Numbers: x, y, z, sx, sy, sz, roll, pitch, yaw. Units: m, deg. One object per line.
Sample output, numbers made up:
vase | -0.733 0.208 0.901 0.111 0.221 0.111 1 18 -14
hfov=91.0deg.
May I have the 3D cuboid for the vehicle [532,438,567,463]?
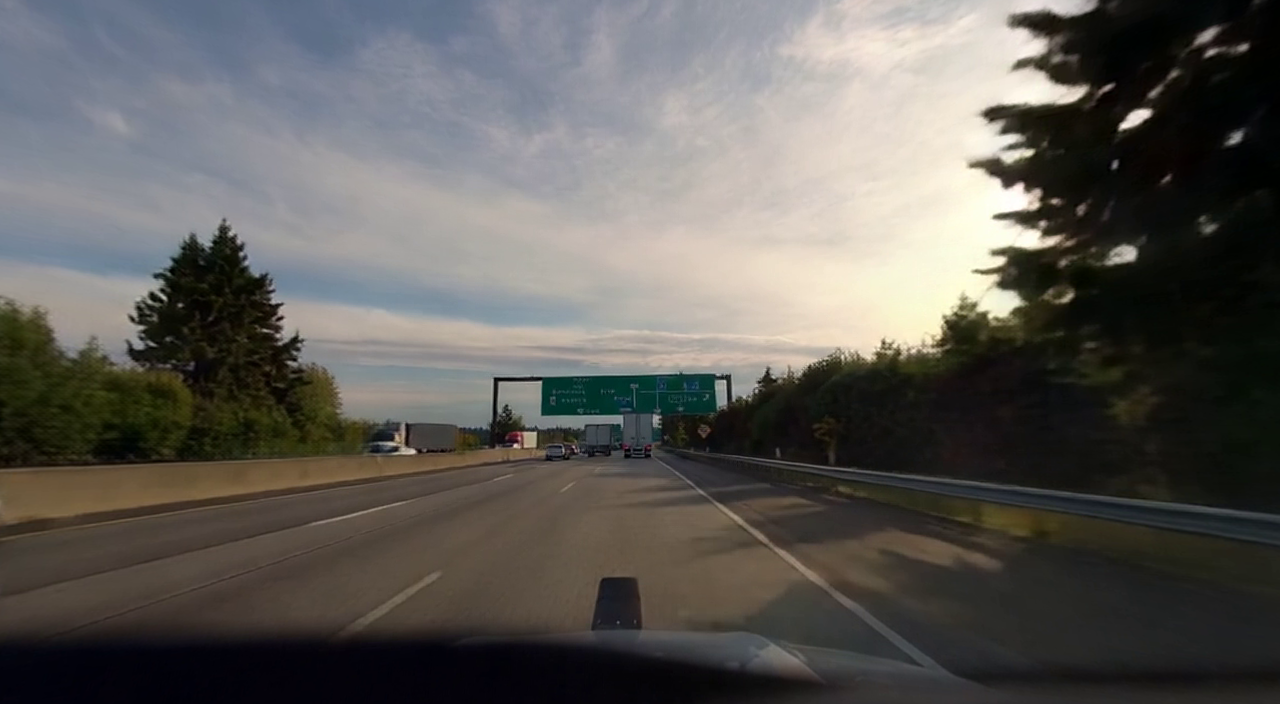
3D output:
vehicle | -7.125 7.776 49.891 2.127 1.839 4.984 0 -8 -1
